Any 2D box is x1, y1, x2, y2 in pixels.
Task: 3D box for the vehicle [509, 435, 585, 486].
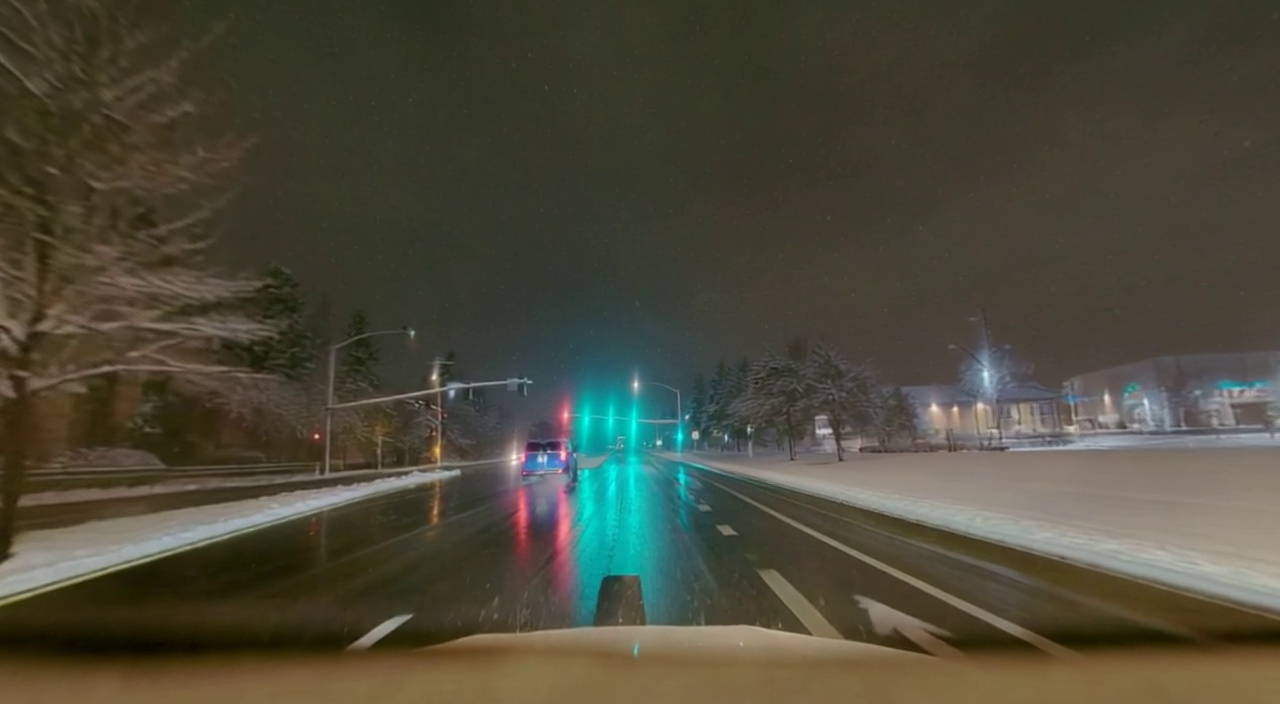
[{"bbox_3d":[-3.359,4.016,23.677,2.121,1.724,4.392,0,-9,1],"label":"vehicle"}]
